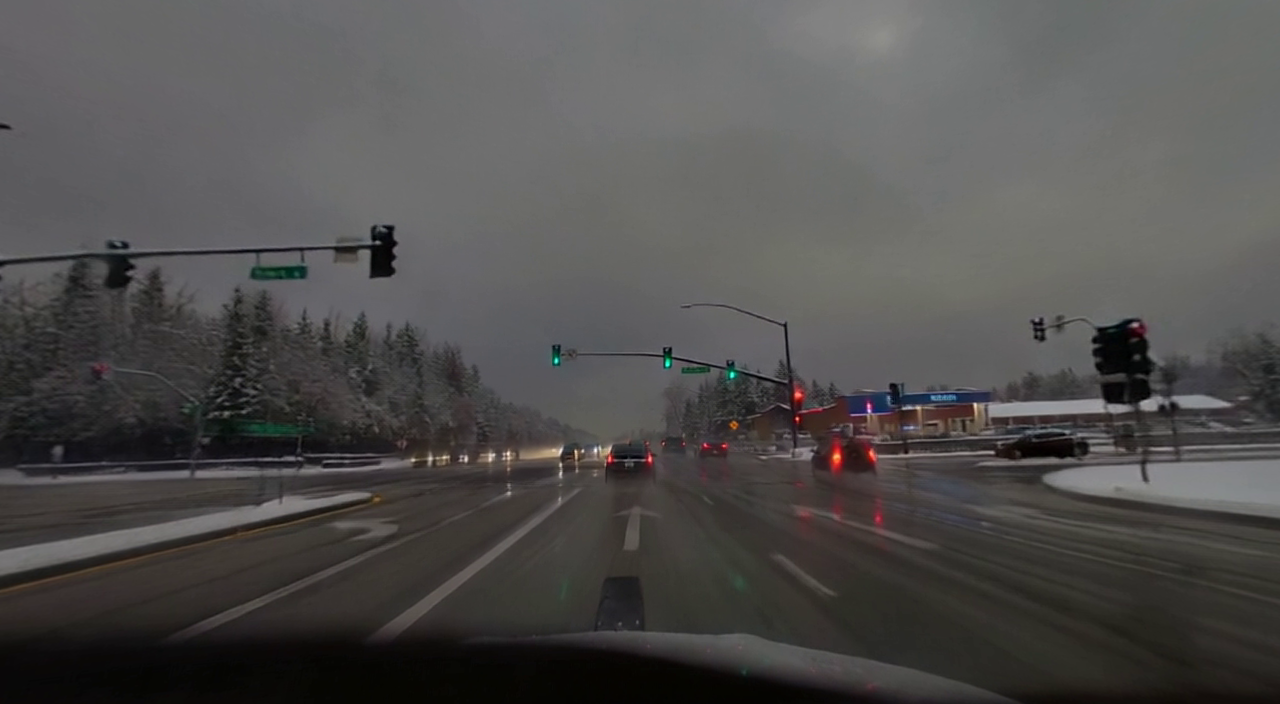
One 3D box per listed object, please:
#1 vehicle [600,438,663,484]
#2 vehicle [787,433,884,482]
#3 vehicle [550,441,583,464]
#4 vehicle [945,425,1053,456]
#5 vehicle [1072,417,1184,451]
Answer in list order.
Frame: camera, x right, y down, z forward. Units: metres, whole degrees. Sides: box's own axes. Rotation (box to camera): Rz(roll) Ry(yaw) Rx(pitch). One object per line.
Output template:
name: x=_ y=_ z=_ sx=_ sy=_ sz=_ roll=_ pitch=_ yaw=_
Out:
vehicle: x=-0.290 y=3.823 z=22.428 sx=2.040 sy=1.451 sz=3.736 roll=0 pitch=-8 yaw=0
vehicle: x=6.558 y=3.580 z=21.743 sx=1.890 sy=1.489 sz=4.396 roll=0 pitch=-8 yaw=0
vehicle: x=-5.584 y=7.707 z=48.544 sx=1.990 sy=1.673 sz=4.436 roll=-1 pitch=-8 yaw=1
vehicle: x=20.034 y=4.974 z=35.406 sx=4.796 sy=1.488 sz=1.966 roll=-2 pitch=-9 yaw=-1
vehicle: x=27.390 y=4.626 z=35.533 sx=4.724 sy=1.793 sz=1.777 roll=0 pitch=-8 yaw=1
